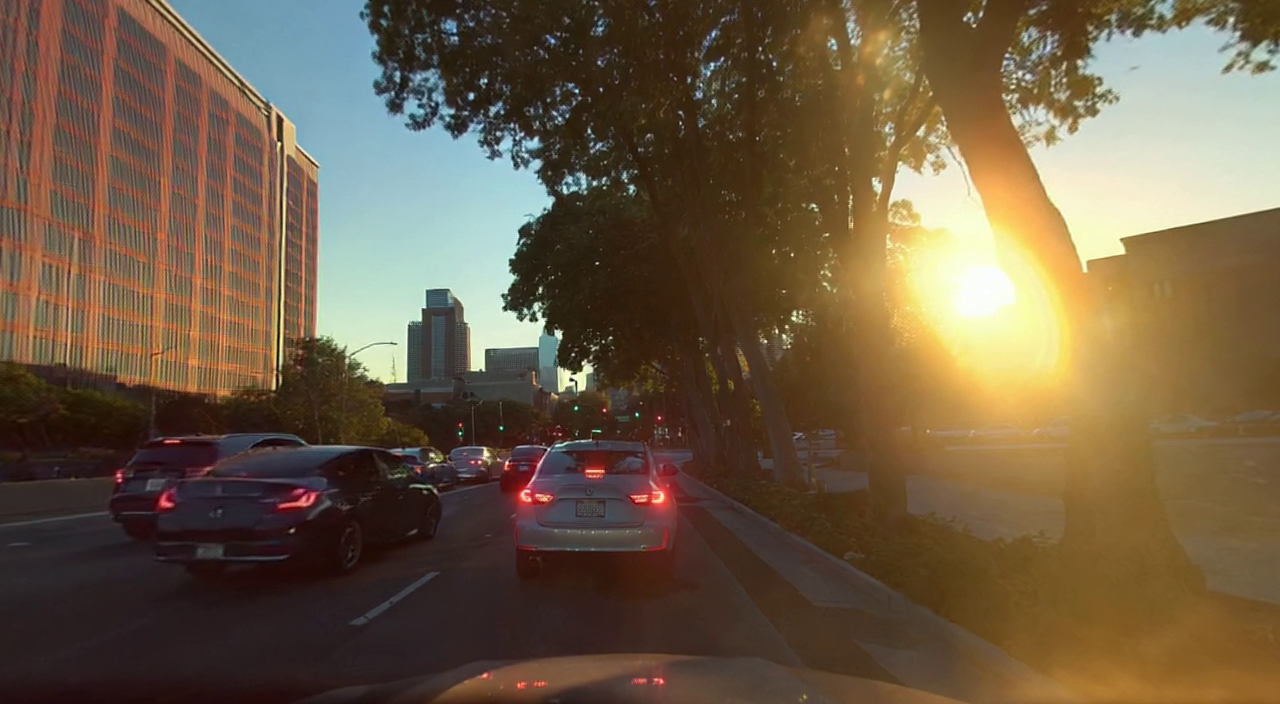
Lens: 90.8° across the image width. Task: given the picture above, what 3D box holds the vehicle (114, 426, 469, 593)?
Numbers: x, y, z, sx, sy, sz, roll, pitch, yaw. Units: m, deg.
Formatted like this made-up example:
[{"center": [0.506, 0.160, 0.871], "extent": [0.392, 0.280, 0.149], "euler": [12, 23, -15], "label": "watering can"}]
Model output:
[{"center": [-3.853, 1.796, 8.175], "extent": [1.913, 1.521, 4.539], "euler": [0, -9, 1], "label": "vehicle"}]

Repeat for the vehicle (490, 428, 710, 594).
[{"center": [-0.388, 1.799, 8.000], "extent": [2.066, 1.544, 3.954], "euler": [0, -9, 0], "label": "vehicle"}]
